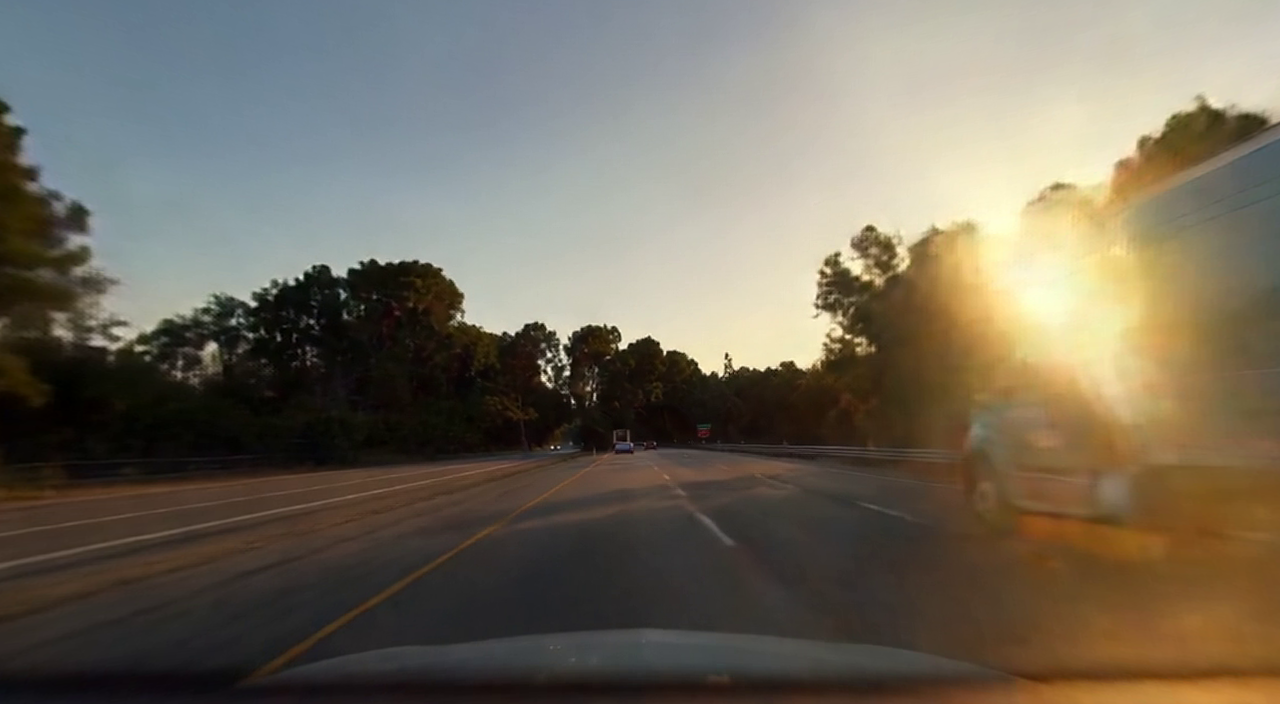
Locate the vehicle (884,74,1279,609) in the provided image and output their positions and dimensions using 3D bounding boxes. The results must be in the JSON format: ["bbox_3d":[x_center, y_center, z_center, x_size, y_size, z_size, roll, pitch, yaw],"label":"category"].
[{"bbox_3d":[6.784,-0.249,3.894,3.479,4.156,17.231,0,-9,-1],"label":"vehicle"}]
